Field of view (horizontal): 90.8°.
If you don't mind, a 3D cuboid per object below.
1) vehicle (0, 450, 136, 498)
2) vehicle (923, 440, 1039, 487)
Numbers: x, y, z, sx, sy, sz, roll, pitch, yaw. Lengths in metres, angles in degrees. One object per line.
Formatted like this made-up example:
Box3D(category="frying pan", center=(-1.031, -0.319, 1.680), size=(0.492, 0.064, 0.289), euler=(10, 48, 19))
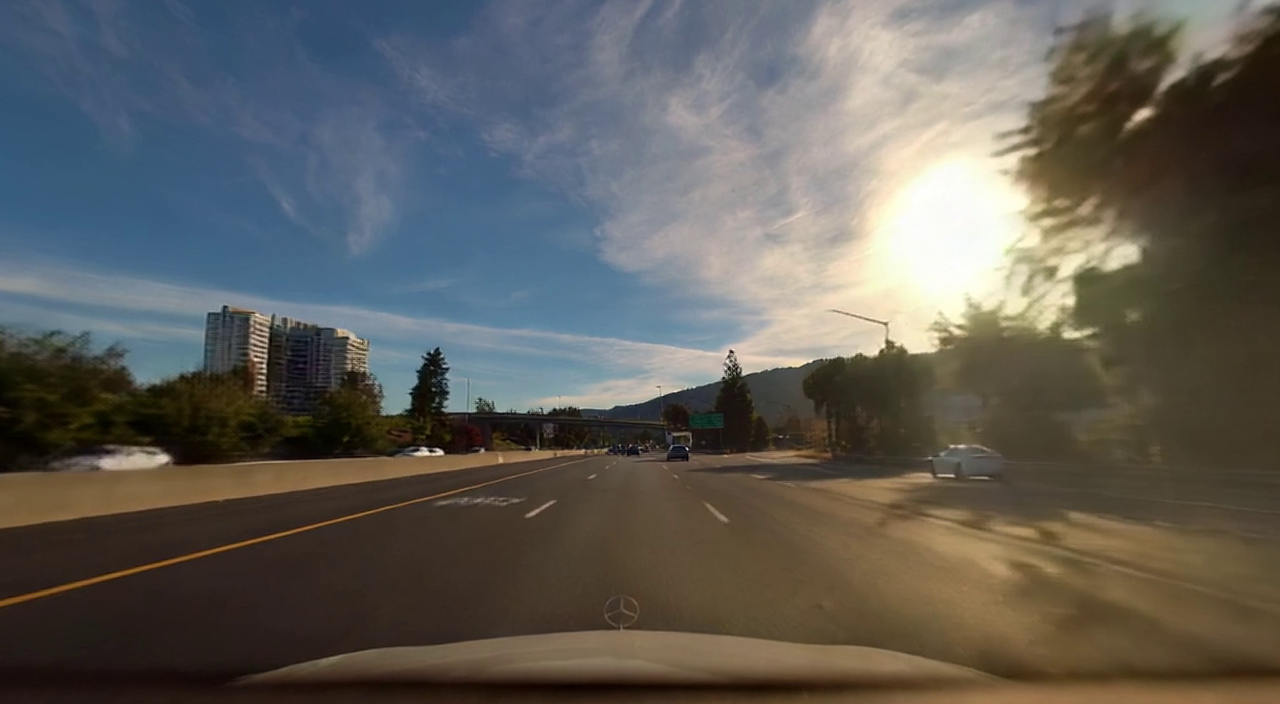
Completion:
Box3D(category="vehicle", center=(-23.163, 4.822, 25.460), size=(1.986, 1.724, 4.400), euler=(0, -9, 0))
Box3D(category="vehicle", center=(12.177, 3.996, 22.916), size=(1.878, 1.509, 4.327), euler=(-1, -9, 2))
